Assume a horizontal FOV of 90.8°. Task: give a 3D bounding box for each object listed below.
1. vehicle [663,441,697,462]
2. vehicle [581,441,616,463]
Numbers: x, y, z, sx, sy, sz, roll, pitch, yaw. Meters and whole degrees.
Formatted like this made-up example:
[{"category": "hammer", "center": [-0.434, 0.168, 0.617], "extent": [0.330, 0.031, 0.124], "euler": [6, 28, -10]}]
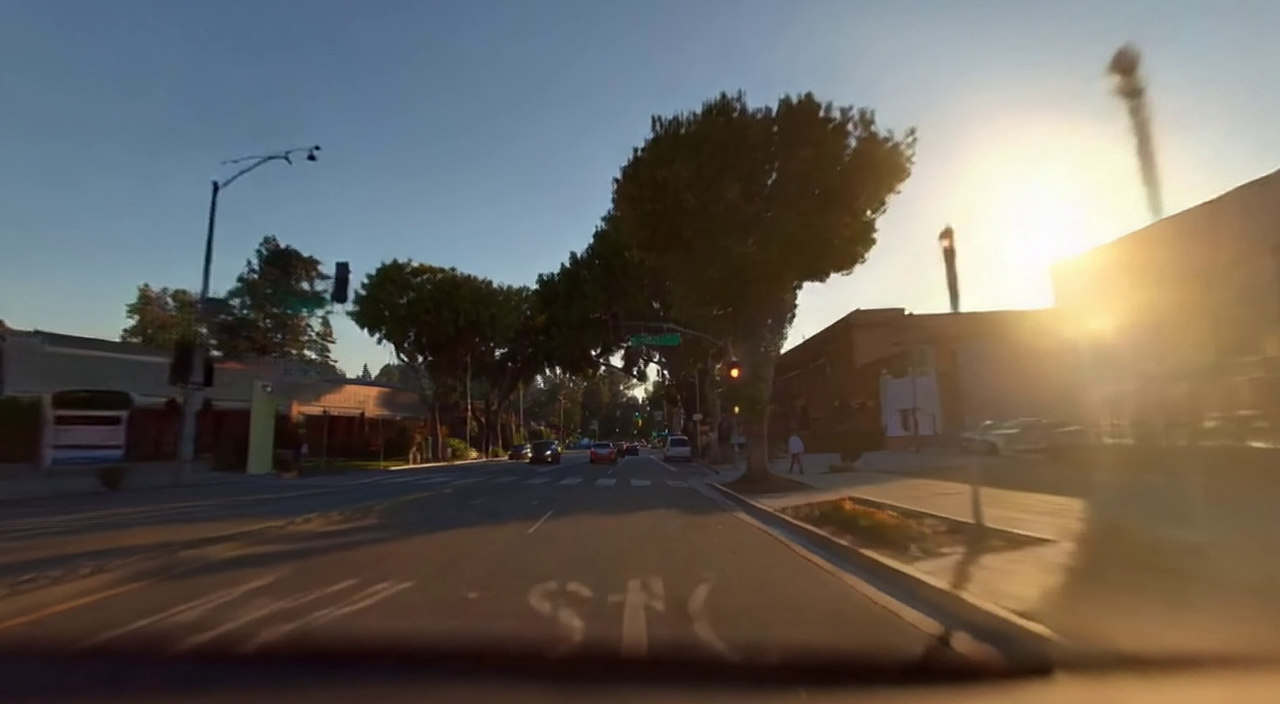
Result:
[{"category": "vehicle", "center": [2.926, 7.396, 47.062], "extent": [2.034, 1.491, 4.618], "euler": [0, -8, -3]}, {"category": "vehicle", "center": [-2.911, 7.107, 45.091], "extent": [2.122, 1.469, 4.388], "euler": [0, -8, 1]}]
